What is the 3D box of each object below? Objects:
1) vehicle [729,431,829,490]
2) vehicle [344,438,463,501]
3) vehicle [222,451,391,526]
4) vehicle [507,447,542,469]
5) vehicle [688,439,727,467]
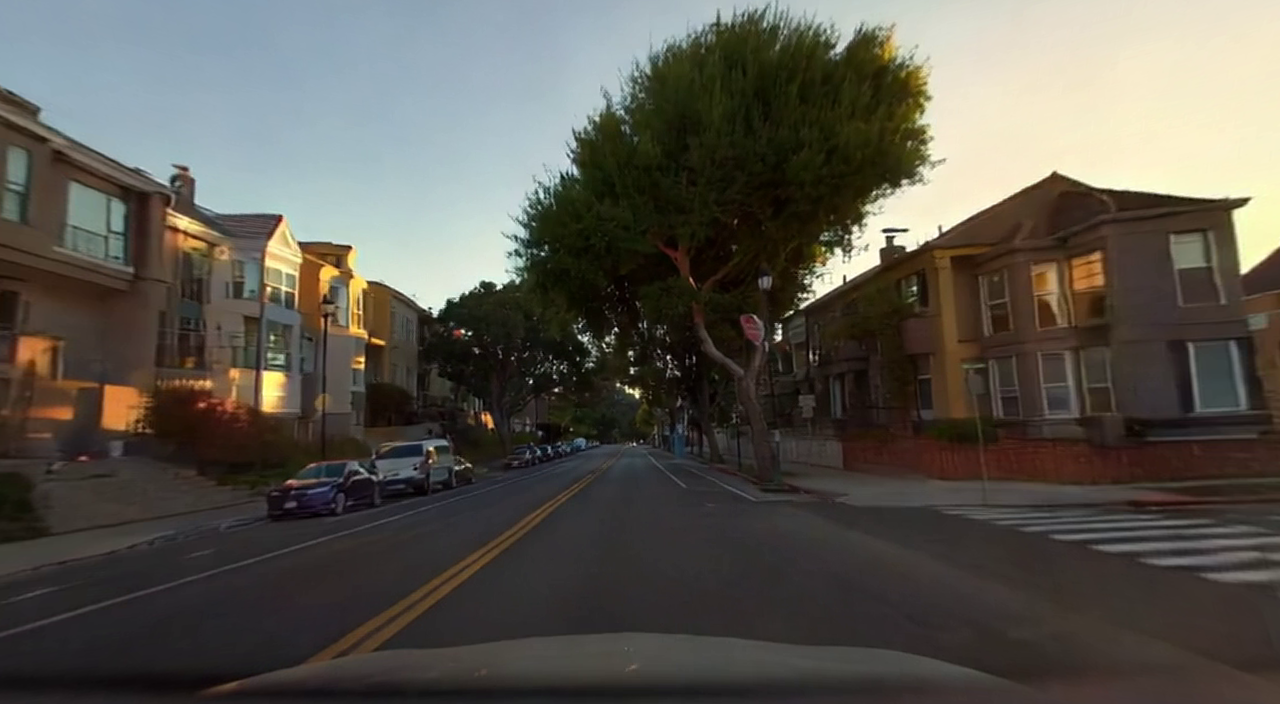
[{"bbox_3d":[4.305,3.445,20.364,2.034,1.674,4.271,0,-8,-3],"label":"vehicle"},{"bbox_3d":[-7.906,3.978,21.796,2.283,1.853,4.903,-1,-9,-1],"label":"vehicle"},{"bbox_3d":[-8.061,3.286,15.844,1.967,1.517,4.360,0,-8,-2],"label":"vehicle"},{"bbox_3d":[-8.307,7.640,45.654,1.852,1.482,3.916,-1,-9,-2],"label":"vehicle"},{"bbox_3d":[4.018,6.052,38.020,1.845,1.556,3.929,0,-8,-1],"label":"vehicle"}]
